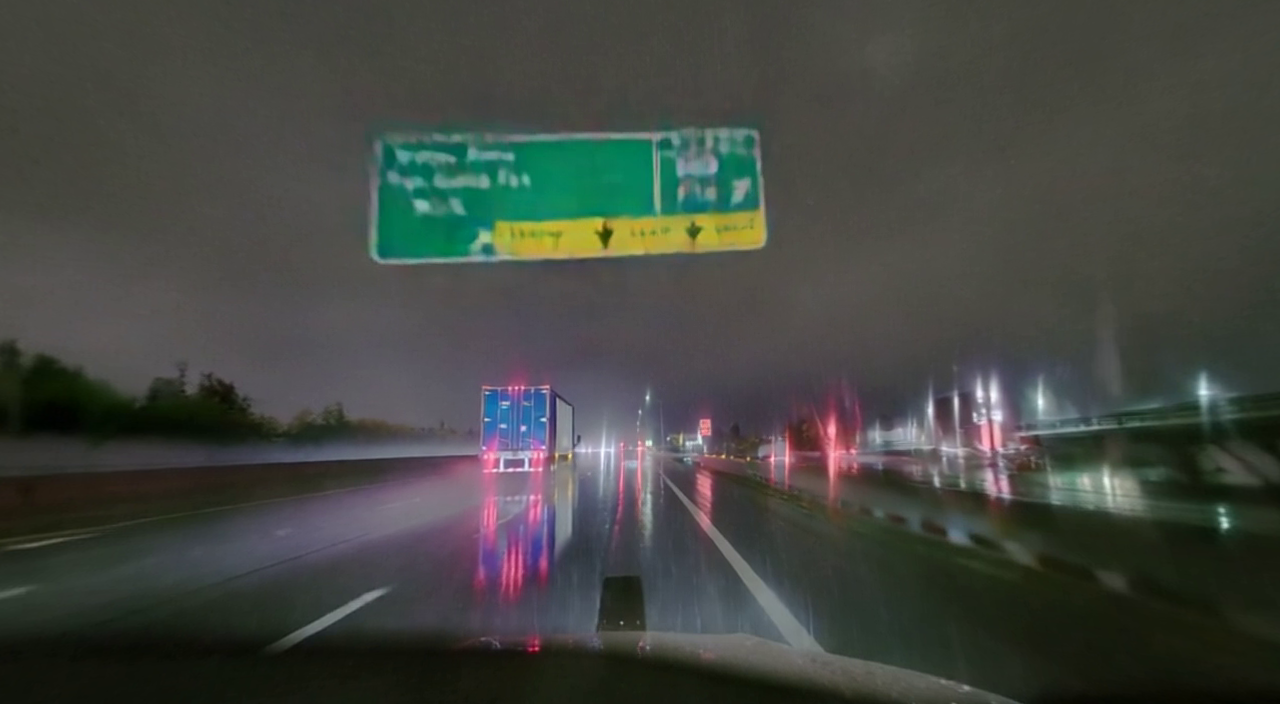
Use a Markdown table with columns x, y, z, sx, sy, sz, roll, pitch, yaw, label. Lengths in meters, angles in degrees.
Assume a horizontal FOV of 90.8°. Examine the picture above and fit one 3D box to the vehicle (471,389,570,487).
| x | y | z | sx | sy | sz | roll | pitch | yaw | label |
| --- | --- | --- | --- | --- | --- | --- | --- | --- | --- |
| -4.673 | 3.615 | 26.243 | 2.707 | 3.461 | 7.191 | 0 | -9 | 0 | vehicle |
